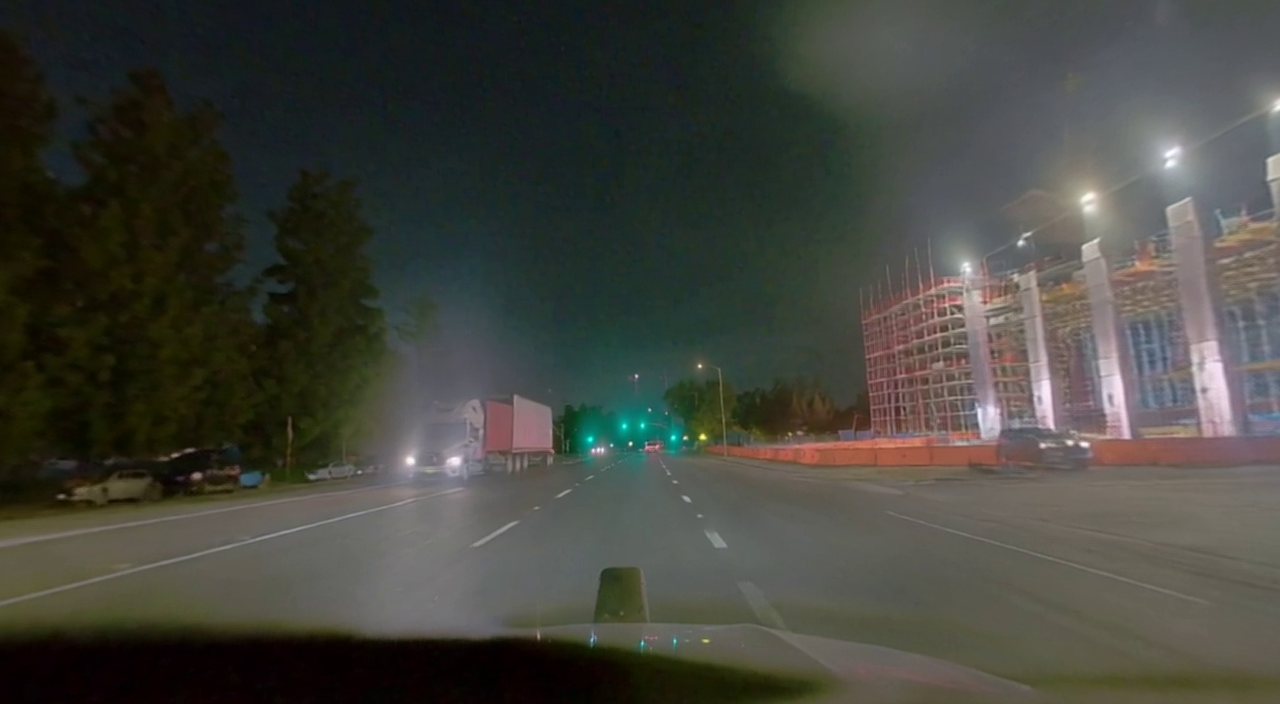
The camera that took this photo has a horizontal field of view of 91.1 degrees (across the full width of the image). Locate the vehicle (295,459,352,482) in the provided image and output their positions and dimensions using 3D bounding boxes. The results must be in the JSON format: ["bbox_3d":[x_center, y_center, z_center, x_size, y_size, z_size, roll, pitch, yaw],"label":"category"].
[{"bbox_3d":[-21.691,8.101,43.195,1.750,1.390,4.098,0,-8,-1],"label":"vehicle"}]

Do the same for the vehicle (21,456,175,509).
[{"bbox_3d":[-21.542,5.175,25.299,2.168,1.800,4.603,0,-8,-2],"label":"vehicle"}]

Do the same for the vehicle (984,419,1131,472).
[{"bbox_3d":[16.453,3.741,25.240,2.021,1.835,5.654,1,-8,0],"label":"vehicle"}]

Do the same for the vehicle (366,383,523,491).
[{"bbox_3d":[-7.356,3.511,25.613,3.032,3.524,9.640,0,-8,2],"label":"vehicle"}]

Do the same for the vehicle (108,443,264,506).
[{"bbox_3d":[-18.205,4.853,25.658,2.154,1.987,5.836,-5,-7,0],"label":"vehicle"}]
